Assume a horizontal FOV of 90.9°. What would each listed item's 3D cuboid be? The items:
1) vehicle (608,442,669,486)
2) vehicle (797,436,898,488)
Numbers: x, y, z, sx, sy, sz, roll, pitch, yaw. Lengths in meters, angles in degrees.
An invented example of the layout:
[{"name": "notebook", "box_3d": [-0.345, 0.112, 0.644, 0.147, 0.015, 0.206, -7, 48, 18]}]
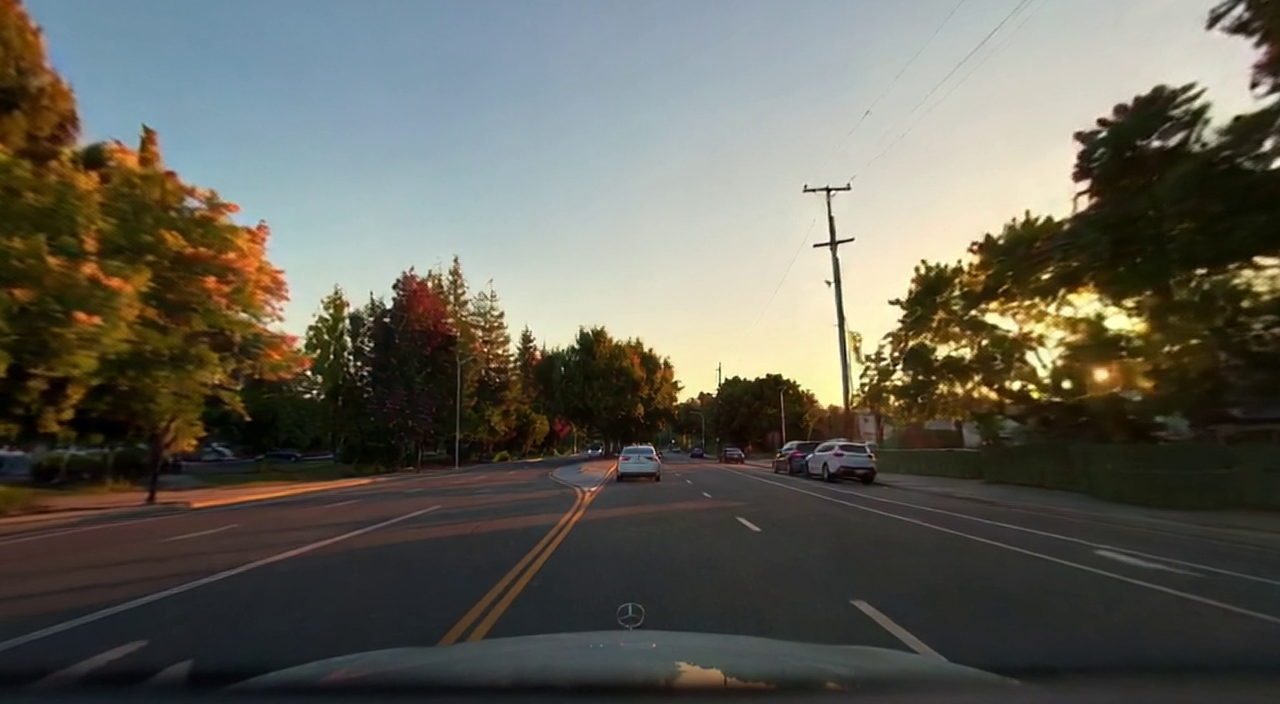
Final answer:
[{"name": "vehicle", "box_3d": [-0.064, 4.140, 23.679, 2.099, 1.470, 4.302, 0, -9, 0]}, {"name": "vehicle", "box_3d": [8.090, 4.326, 25.167, 2.185, 1.818, 5.038, 0, -9, -2]}]
